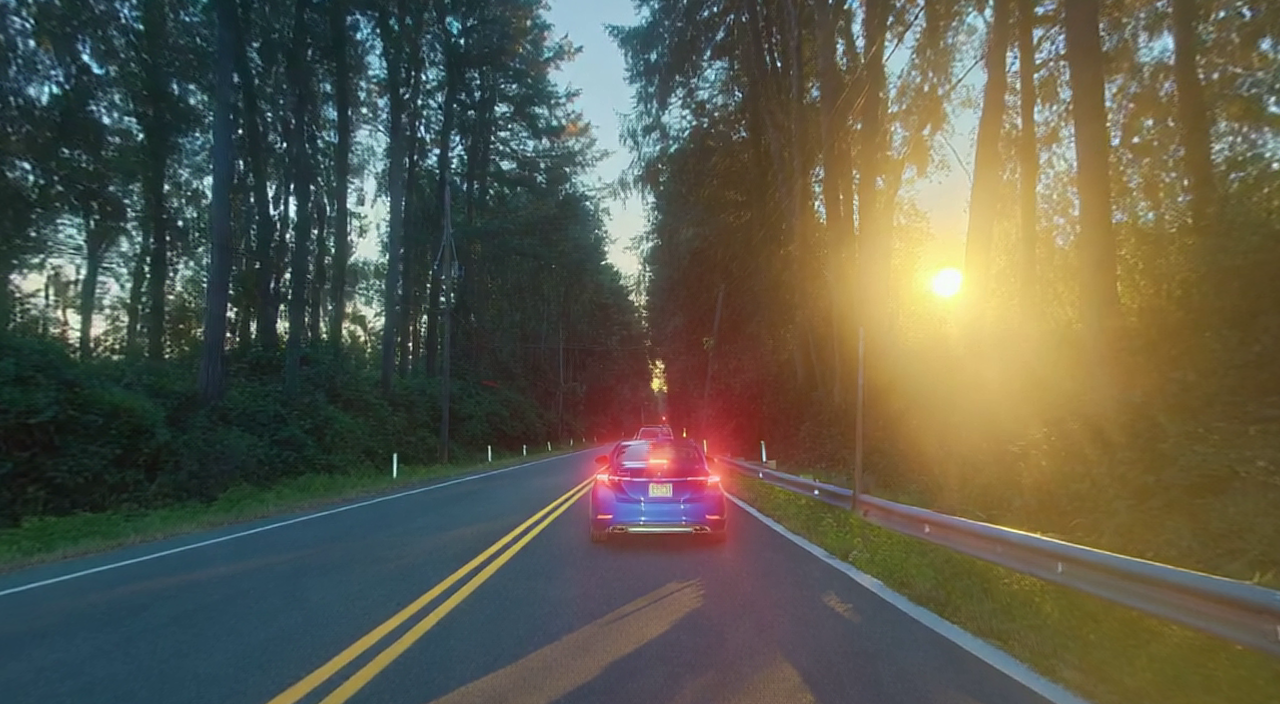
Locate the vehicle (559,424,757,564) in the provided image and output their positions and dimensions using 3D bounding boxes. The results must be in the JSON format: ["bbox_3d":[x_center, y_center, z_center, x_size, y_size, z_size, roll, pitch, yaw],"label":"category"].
[{"bbox_3d":[0.233,1.850,8.913,2.187,1.533,3.726,0,-8,1],"label":"vehicle"}]
